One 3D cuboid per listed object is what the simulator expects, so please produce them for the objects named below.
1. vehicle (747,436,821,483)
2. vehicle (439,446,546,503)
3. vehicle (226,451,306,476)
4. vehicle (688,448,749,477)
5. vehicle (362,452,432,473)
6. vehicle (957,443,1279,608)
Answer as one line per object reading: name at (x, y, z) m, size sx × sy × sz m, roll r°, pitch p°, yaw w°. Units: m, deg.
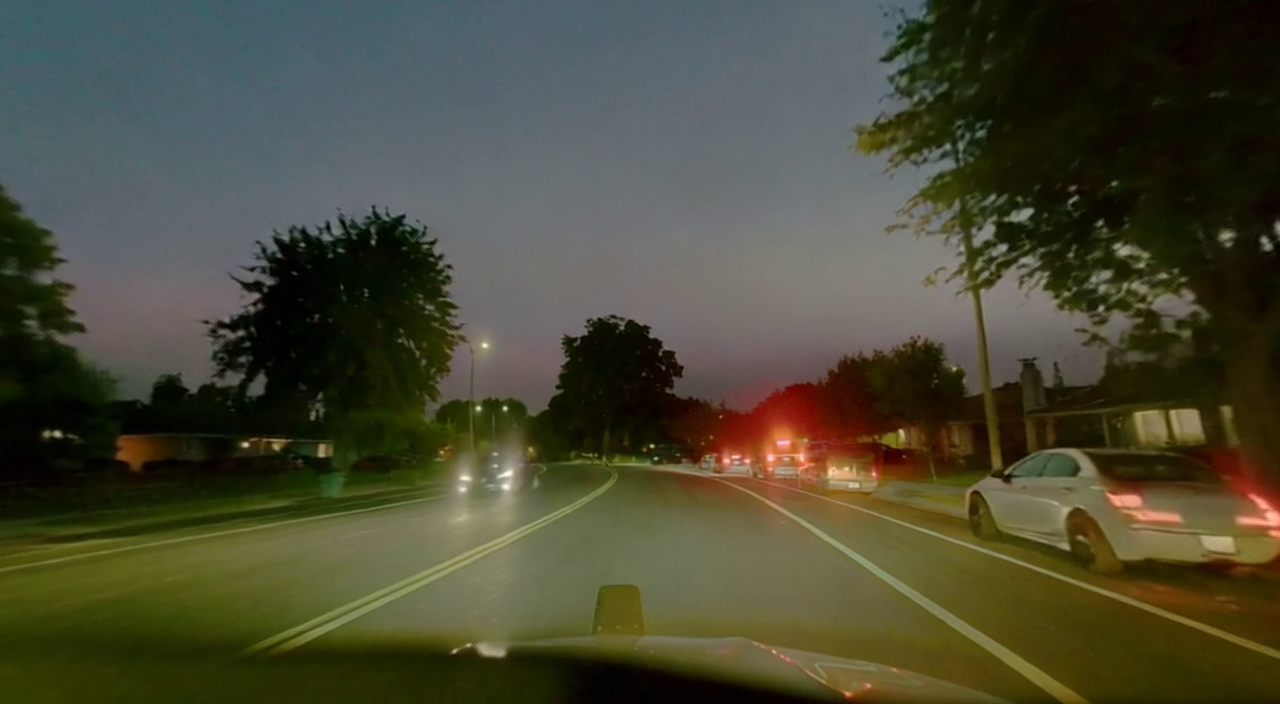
vehicle at (6.996, 5.272, 31.352) m, size 2.305 × 2.111 × 4.965 m, roll 0°, pitch -8°, yaw -2°
vehicle at (-4.414, 3.717, 19.658) m, size 2.058 × 1.551 × 4.247 m, roll -1°, pitch -8°, yaw 4°
vehicle at (-24.765, 7.375, 41.950) m, size 3.977 × 1.501 × 2.143 m, roll 0°, pitch -8°, yaw -4°
vehicle at (5.052, 7.191, 41.378) m, size 2.713 × 1.671 × 4.939 m, roll 1°, pitch -8°, yaw -9°
vehicle at (-18.148, 8.269, 47.318) m, size 4.502 × 1.511 × 1.939 m, roll 1°, pitch -9°, yaw -10°
vehicle at (6.133, 1.967, 8.198) m, size 2.080 × 1.543 × 4.294 m, roll -1°, pitch -8°, yaw 5°
